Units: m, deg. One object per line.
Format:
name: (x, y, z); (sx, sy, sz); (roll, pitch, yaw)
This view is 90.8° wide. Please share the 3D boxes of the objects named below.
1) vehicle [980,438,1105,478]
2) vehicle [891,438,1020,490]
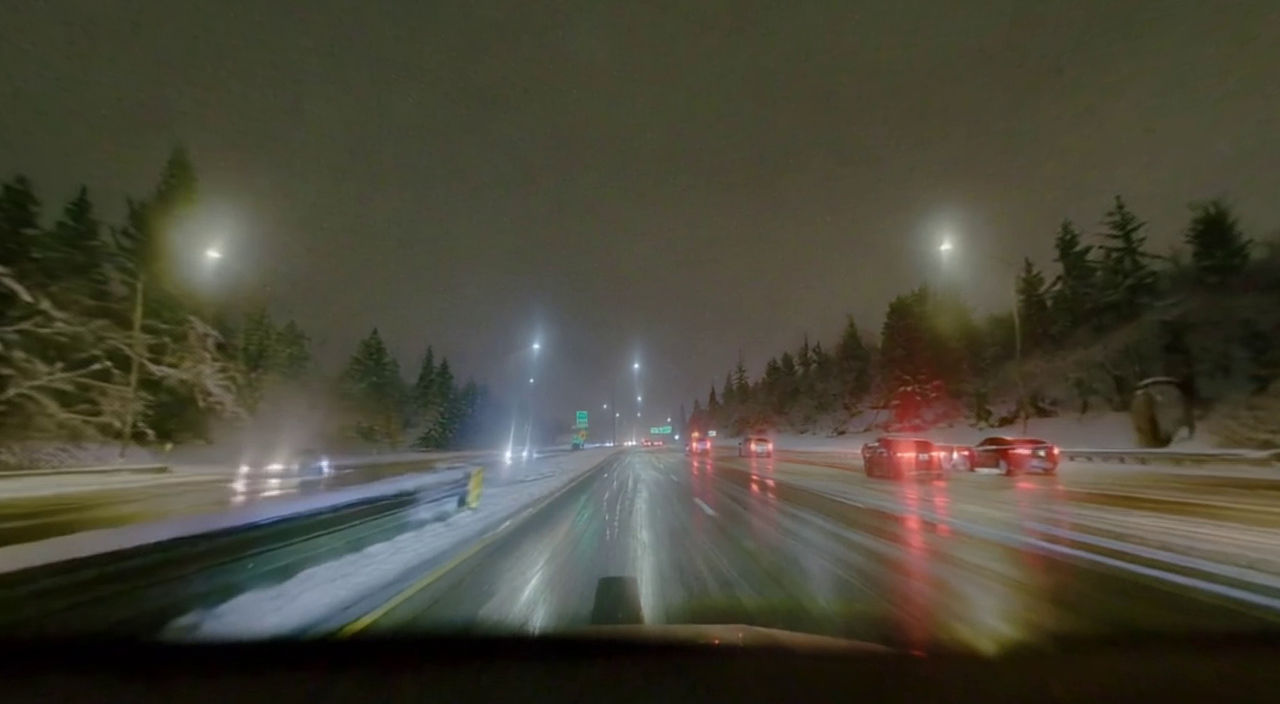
vehicle: (16.411, 4.337, 26.134); (1.936, 1.498, 4.883); (0, -9, -1)
vehicle: (9.551, 3.407, 19.570); (1.836, 1.418, 4.132); (0, -9, 0)
